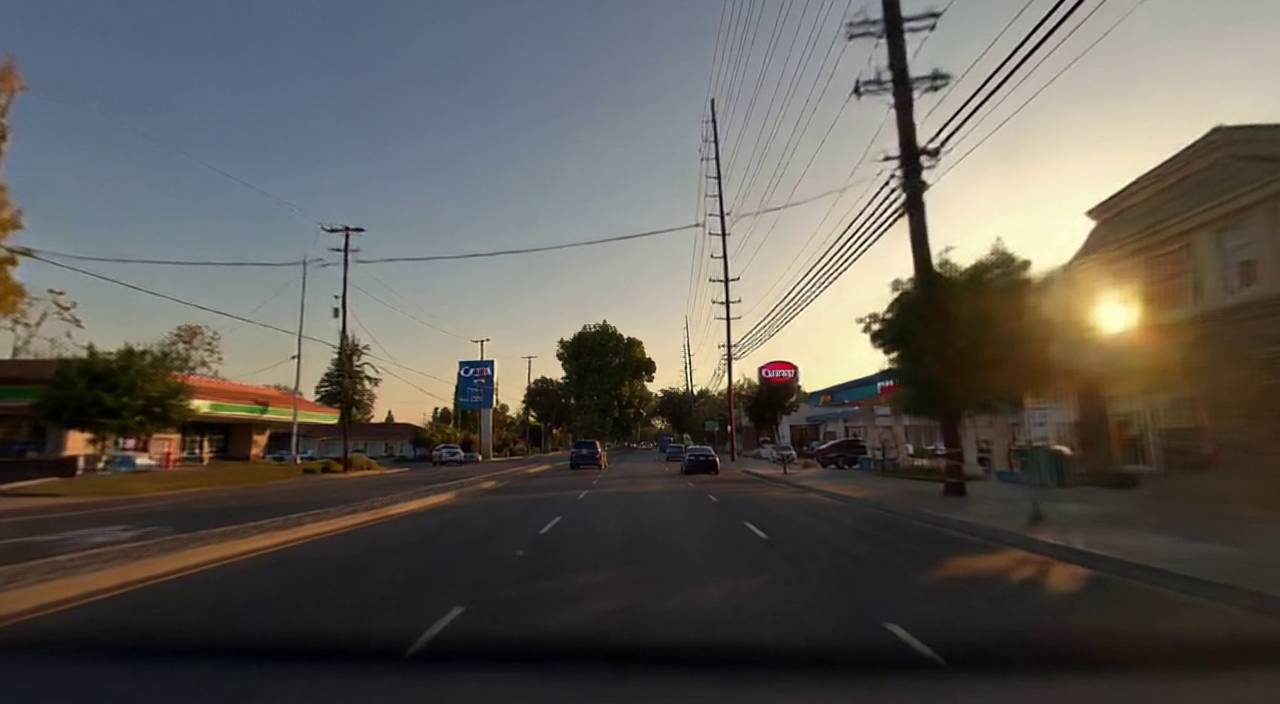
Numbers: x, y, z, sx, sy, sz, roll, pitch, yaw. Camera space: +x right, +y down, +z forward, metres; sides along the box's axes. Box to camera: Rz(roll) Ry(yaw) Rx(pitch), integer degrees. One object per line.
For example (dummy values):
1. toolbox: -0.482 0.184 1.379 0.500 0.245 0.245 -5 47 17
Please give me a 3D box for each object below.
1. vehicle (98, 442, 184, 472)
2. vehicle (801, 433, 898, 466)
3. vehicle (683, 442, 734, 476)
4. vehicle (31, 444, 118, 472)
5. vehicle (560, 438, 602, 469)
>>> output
1. vehicle: -31.302 6.592 39.736 1.859 1.704 4.366 -1 -9 -1
2. vehicle: 12.125 5.654 36.710 4.832 1.813 2.170 1 -9 -6
3. vehicle: 3.363 5.306 31.608 1.978 1.455 4.195 4 -9 -1
4. vehicle: -34.599 6.470 38.708 1.923 1.597 4.127 1 -9 -10
5. vehicle: -3.362 5.914 36.751 2.047 1.664 4.148 0 -9 0
